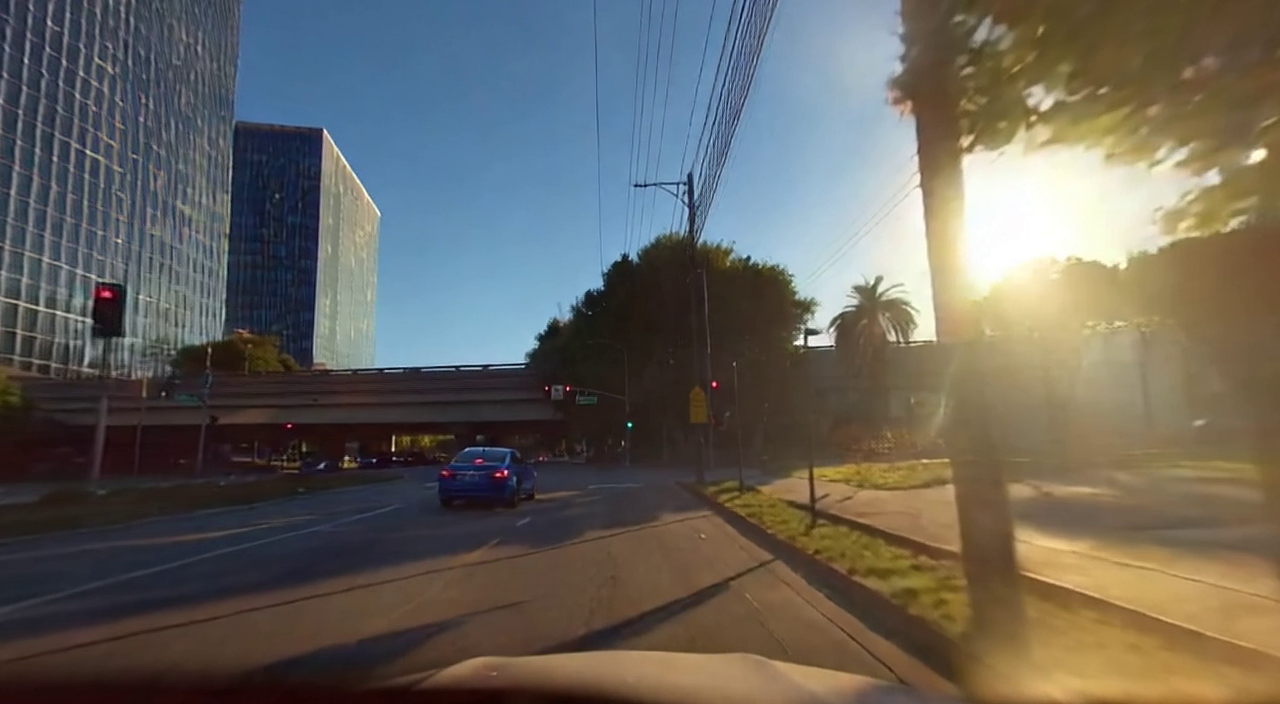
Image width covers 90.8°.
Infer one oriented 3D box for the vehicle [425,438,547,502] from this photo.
[{"bbox_3d":[-3.920,3.104,17.001,2.154,1.465,4.532,0,-9,0],"label":"vehicle"}]
